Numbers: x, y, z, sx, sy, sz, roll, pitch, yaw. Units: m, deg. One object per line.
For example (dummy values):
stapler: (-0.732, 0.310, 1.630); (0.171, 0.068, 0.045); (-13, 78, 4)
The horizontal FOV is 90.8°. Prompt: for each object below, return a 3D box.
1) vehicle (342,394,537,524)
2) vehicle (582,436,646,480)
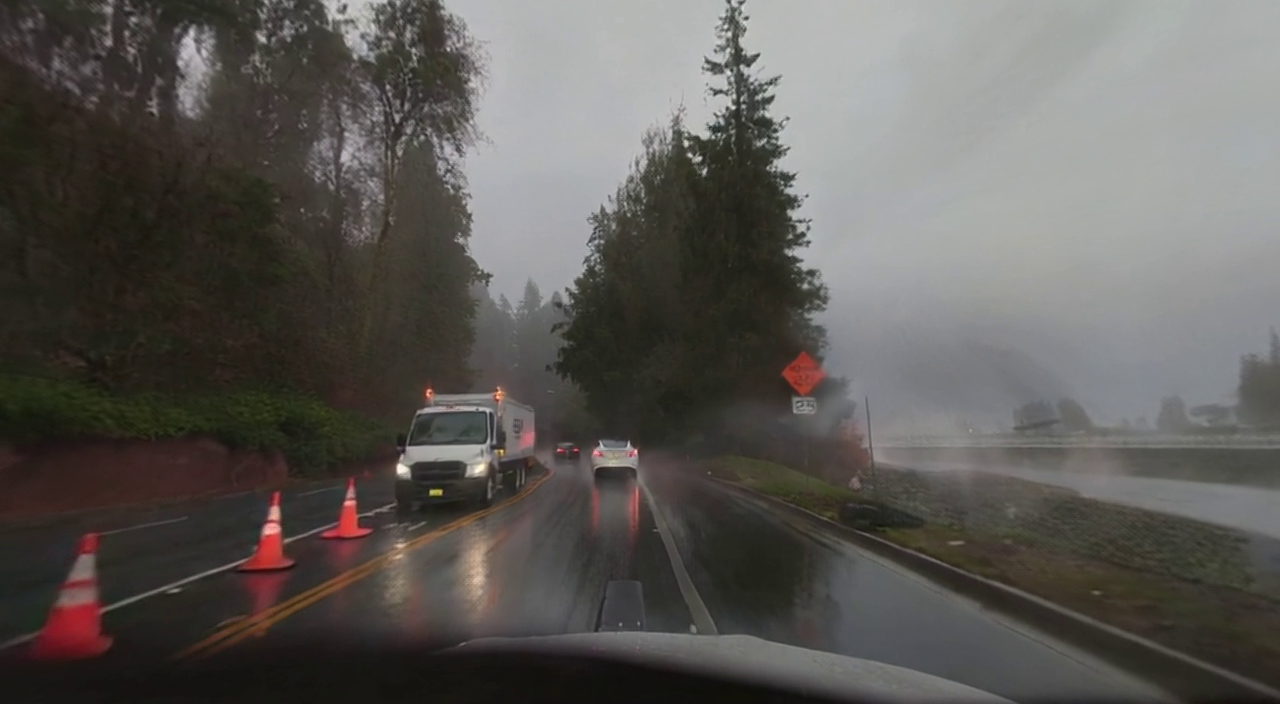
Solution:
vehicle: (-3.694, 2.148, 13.249); (2.671, 2.053, 6.074); (1, -8, -6)
vehicle: (-1.041, 3.897, 23.515); (2.186, 1.463, 4.356); (1, -8, -4)
